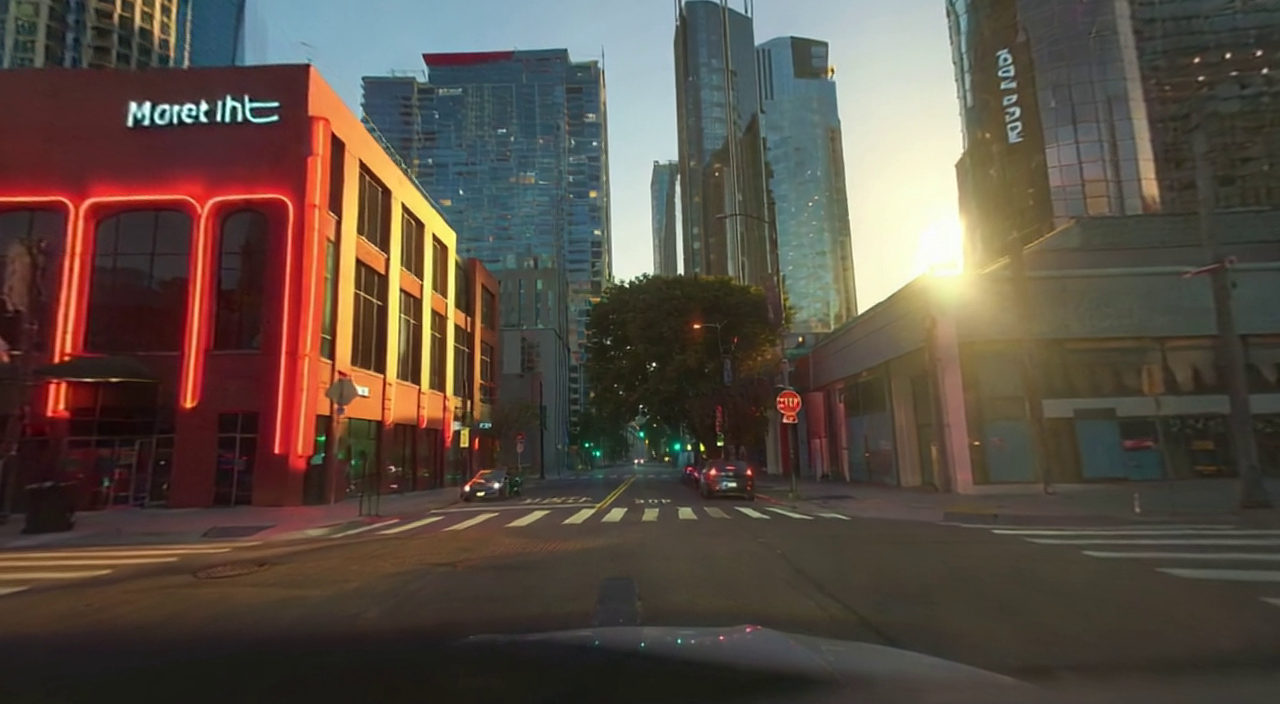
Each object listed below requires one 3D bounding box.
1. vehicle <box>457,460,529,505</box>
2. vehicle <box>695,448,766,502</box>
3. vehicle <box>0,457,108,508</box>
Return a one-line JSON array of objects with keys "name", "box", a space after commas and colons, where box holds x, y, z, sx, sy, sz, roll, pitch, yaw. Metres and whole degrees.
[{"name": "vehicle", "box": [-5.449, 4.852, 23.879, 1.864, 1.447, 3.887, 0, -8, -2]}, {"name": "vehicle", "box": [3.111, 4.321, 22.642, 1.917, 1.680, 4.500, 0, -8, 0]}, {"name": "vehicle", "box": [-28.062, 6.138, 30.165, 1.665, 1.432, 4.120, 7, -1, 0]}]
